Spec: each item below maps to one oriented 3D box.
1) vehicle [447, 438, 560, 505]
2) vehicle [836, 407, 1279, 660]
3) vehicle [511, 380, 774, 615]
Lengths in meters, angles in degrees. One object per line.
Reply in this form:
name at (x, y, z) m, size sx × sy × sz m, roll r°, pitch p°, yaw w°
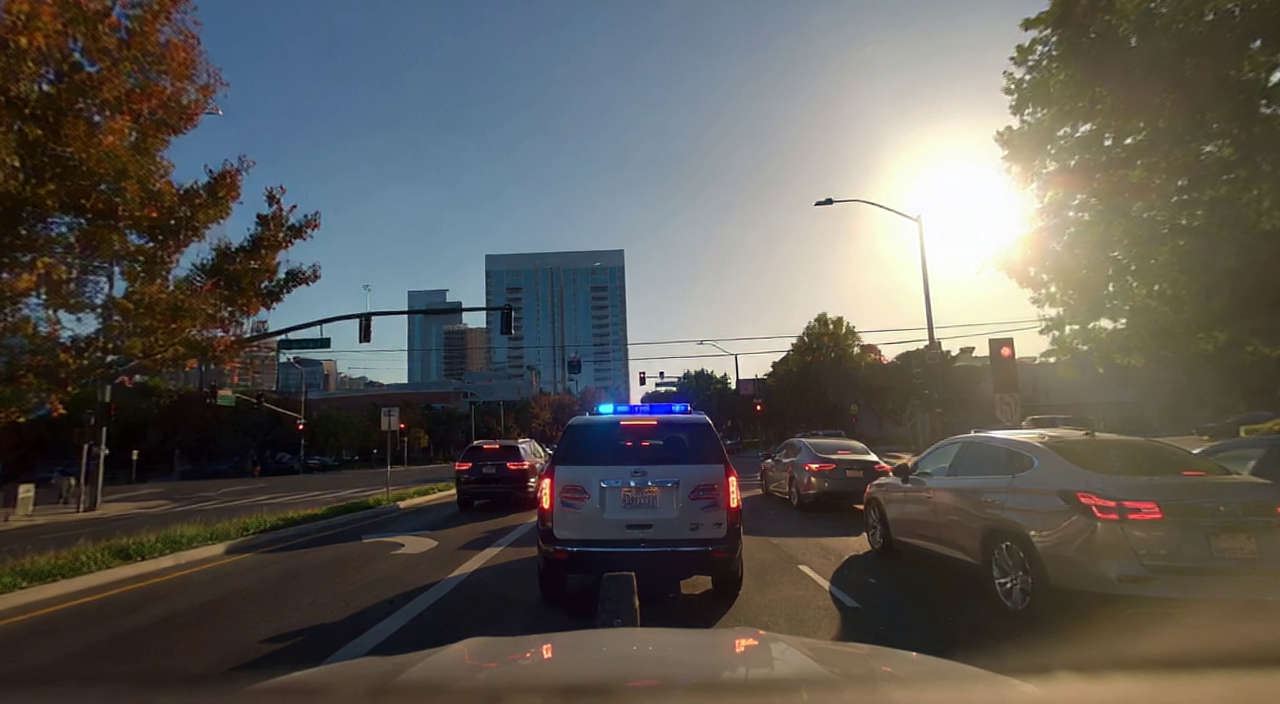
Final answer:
vehicle at (-3.306, 2.977, 16.209) m, size 1.913 × 1.464 × 4.276 m, roll 0°, pitch -8°, yaw 0°
vehicle at (3.650, 1.409, 6.078) m, size 1.995 × 1.483 × 4.533 m, roll 0°, pitch -8°, yaw -1°
vehicle at (-0.029, 1.456, 7.256) m, size 2.038 × 1.819 × 4.505 m, roll 0°, pitch -8°, yaw -1°
